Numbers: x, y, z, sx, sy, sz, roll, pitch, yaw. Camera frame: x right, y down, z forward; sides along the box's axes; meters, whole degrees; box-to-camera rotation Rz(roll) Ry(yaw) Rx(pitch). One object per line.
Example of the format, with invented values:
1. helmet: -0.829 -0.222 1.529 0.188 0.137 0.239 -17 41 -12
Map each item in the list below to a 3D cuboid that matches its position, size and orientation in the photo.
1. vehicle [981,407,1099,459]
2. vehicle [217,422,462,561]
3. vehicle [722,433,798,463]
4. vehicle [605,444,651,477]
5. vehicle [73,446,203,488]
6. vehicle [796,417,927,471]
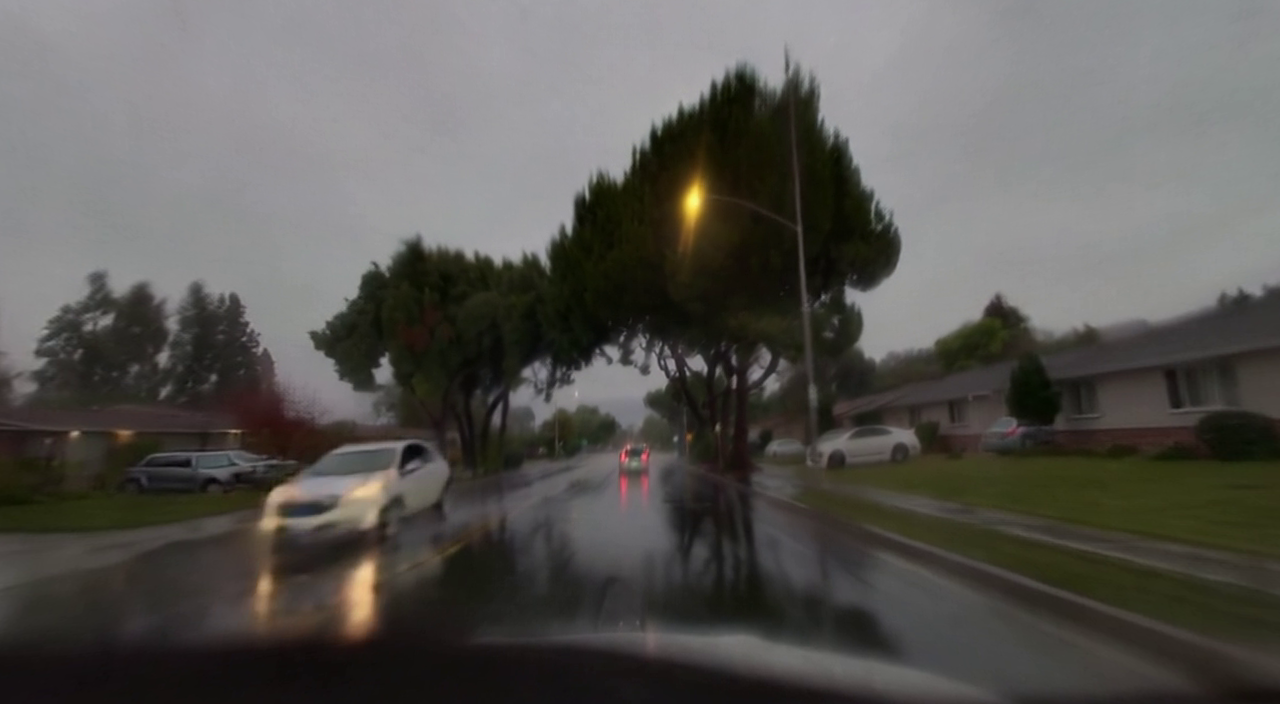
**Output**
1. vehicle: 15.357 3.084 24.184 4.462 1.699 2.145 2 -9 -36
2. vehicle: -5.072 2.394 11.575 2.256 1.838 4.613 -4 -9 -1
3. vehicle: 8.290 6.678 44.010 4.740 1.467 2.074 -6 -8 -3
4. vehicle: -0.572 5.281 31.029 2.098 1.483 4.099 0 -9 -1
5. vehicle: -22.808 5.230 28.838 4.181 1.784 1.907 1 -9 -1
6. vehicle: 9.306 3.904 26.830 4.634 1.723 1.966 -5 -9 -3
